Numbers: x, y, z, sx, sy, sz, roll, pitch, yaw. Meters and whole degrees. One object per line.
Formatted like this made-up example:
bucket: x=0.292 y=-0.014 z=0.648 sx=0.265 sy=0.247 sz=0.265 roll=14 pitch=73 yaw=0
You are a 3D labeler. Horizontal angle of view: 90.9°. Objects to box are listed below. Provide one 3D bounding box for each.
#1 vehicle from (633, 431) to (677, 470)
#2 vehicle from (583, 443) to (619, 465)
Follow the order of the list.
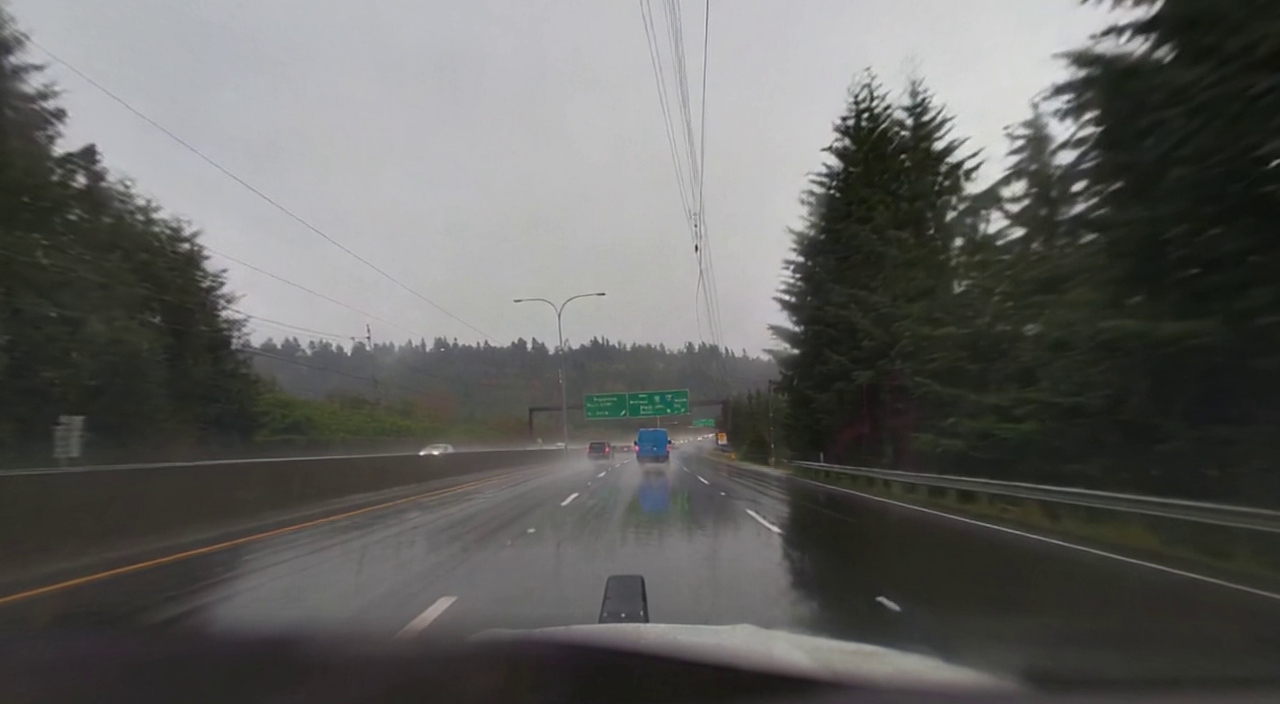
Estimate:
vehicle: x=0.825 y=5.448 z=34.805 sx=2.261 sy=1.969 sz=5.104 roll=0 pitch=-9 yaw=2
vehicle: x=-2.594 y=6.959 z=43.038 sx=1.996 sy=1.433 sz=4.316 roll=-1 pitch=-9 yaw=3
